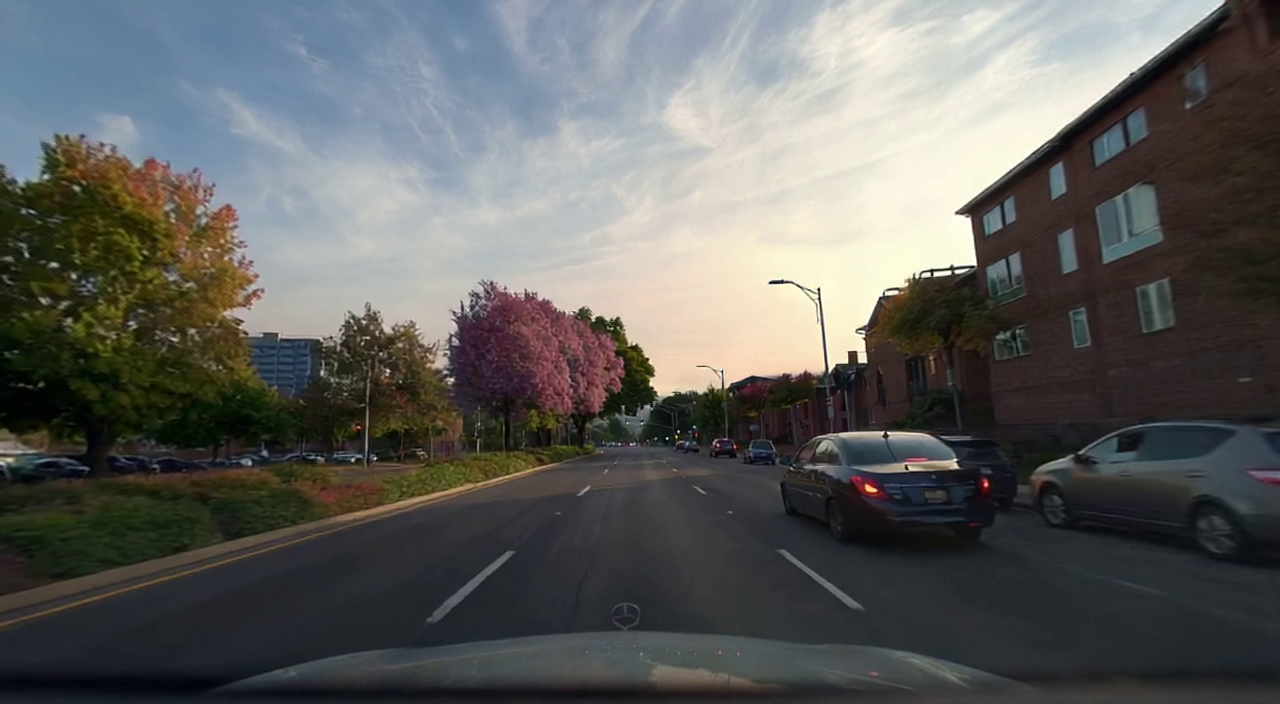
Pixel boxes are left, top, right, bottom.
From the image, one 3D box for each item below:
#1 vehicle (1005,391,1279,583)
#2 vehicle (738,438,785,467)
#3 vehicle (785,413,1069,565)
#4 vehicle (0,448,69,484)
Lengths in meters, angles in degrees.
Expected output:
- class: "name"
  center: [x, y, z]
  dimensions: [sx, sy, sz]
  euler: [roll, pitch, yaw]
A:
- class: "vehicle"
  center: [7.221, 1.601, 8.147]
  dimensions: [2.118, 1.817, 4.858]
  euler: [0, -8, 1]
- class: "vehicle"
  center: [7.263, 6.038, 38.199]
  dimensions: [1.940, 1.647, 4.309]
  euler: [0, -8, -1]
- class: "vehicle"
  center: [3.528, 1.770, 8.912]
  dimensions: [1.984, 1.580, 4.413]
  euler: [0, -8, 1]
- class: "vehicle"
  center: [-34.436, 6.128, 34.074]
  dimensions: [5.150, 1.807, 2.283]
  euler: [-1, -8, 5]
